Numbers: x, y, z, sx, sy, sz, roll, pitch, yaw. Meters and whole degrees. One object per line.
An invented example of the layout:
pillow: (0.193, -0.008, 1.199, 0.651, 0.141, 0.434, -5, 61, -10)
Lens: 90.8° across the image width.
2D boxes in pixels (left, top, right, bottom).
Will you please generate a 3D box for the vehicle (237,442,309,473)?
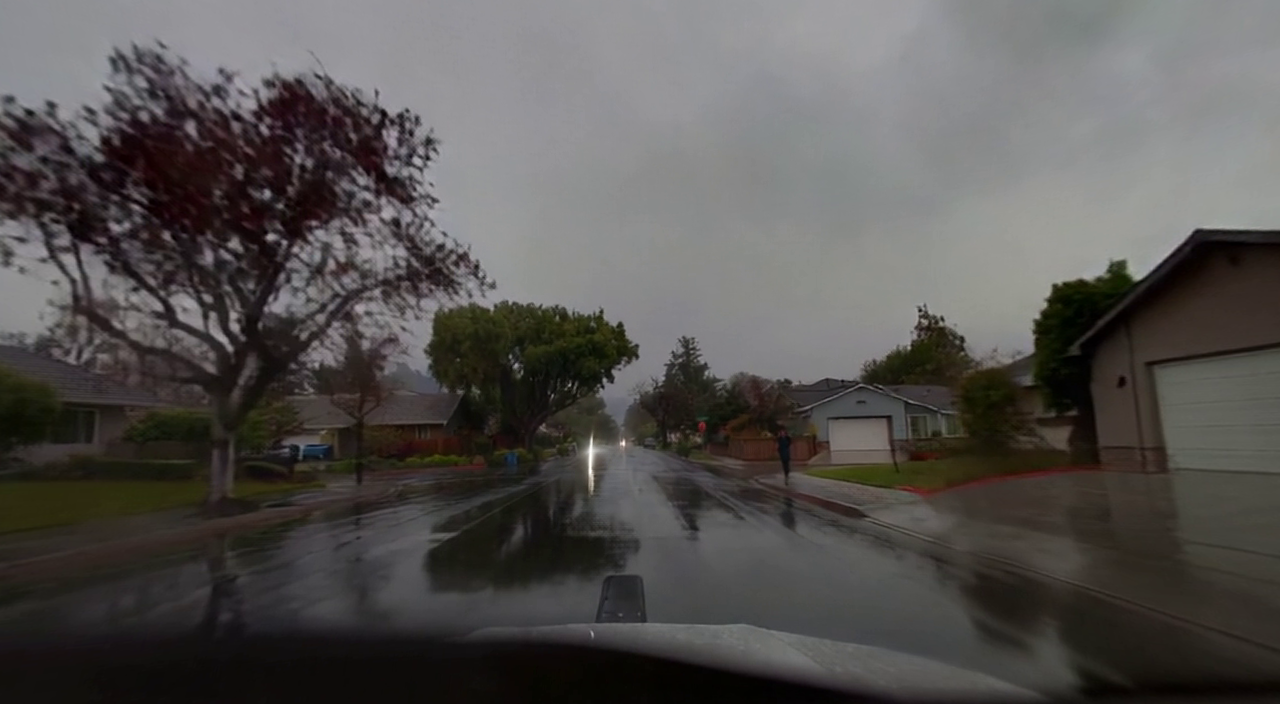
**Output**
vehicle: (-25.429, 7.346, 43.967, 2.004, 1.856, 4.934, -4, -9, 1)
